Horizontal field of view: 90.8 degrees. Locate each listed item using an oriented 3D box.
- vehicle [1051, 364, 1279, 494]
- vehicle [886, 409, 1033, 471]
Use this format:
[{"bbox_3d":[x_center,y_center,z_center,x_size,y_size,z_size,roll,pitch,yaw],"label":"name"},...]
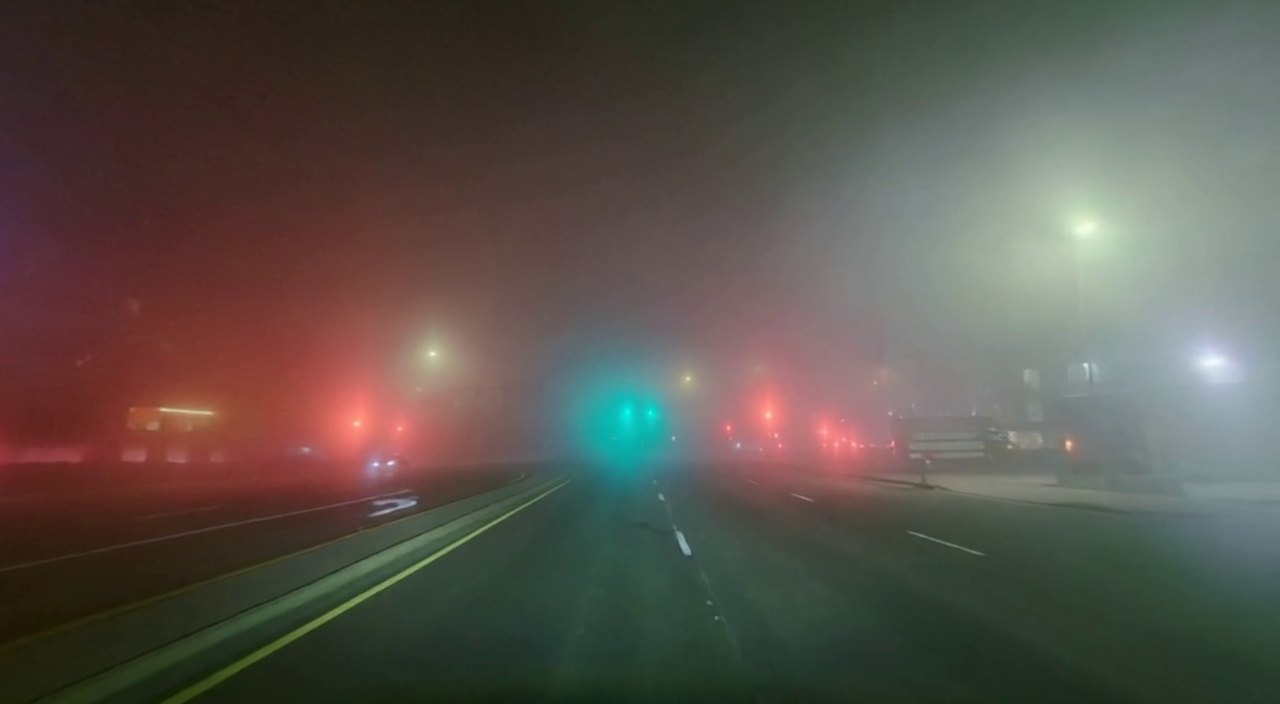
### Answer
[{"bbox_3d":[16.904,2.318,18.913,7.225,3.553,2.709,0,-9,-3],"label":"vehicle"},{"bbox_3d":[17.795,4.967,35.620,6.639,3.312,2.759,-1,-9,3],"label":"vehicle"}]
